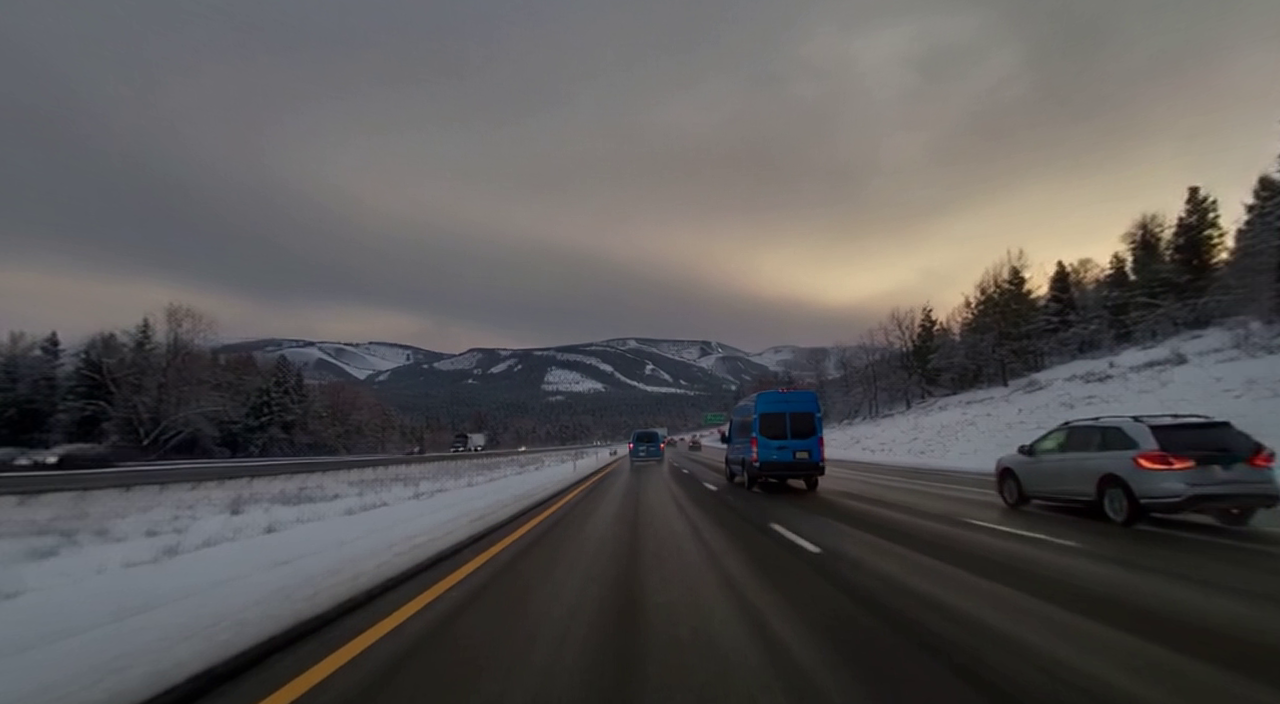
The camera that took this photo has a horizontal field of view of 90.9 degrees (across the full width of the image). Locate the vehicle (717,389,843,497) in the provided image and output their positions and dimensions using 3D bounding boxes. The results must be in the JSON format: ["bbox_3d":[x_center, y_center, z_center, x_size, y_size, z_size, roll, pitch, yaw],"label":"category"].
[{"bbox_3d":[3.860,2.710,18.826,2.302,2.670,6.176,0,-8,0],"label":"vehicle"}]

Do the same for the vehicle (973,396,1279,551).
[{"bbox_3d":[7.935,1.870,10.357,2.240,1.925,4.854,0,-8,0],"label":"vehicle"}]

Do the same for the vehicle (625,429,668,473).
[{"bbox_3d":[0.353,5.200,33.288,2.131,2.122,4.473,0,-8,1],"label":"vehicle"}]

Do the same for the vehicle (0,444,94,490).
[{"bbox_3d":[-24.717,4.494,24.881,2.012,1.697,4.756,0,-8,1],"label":"vehicle"}]
